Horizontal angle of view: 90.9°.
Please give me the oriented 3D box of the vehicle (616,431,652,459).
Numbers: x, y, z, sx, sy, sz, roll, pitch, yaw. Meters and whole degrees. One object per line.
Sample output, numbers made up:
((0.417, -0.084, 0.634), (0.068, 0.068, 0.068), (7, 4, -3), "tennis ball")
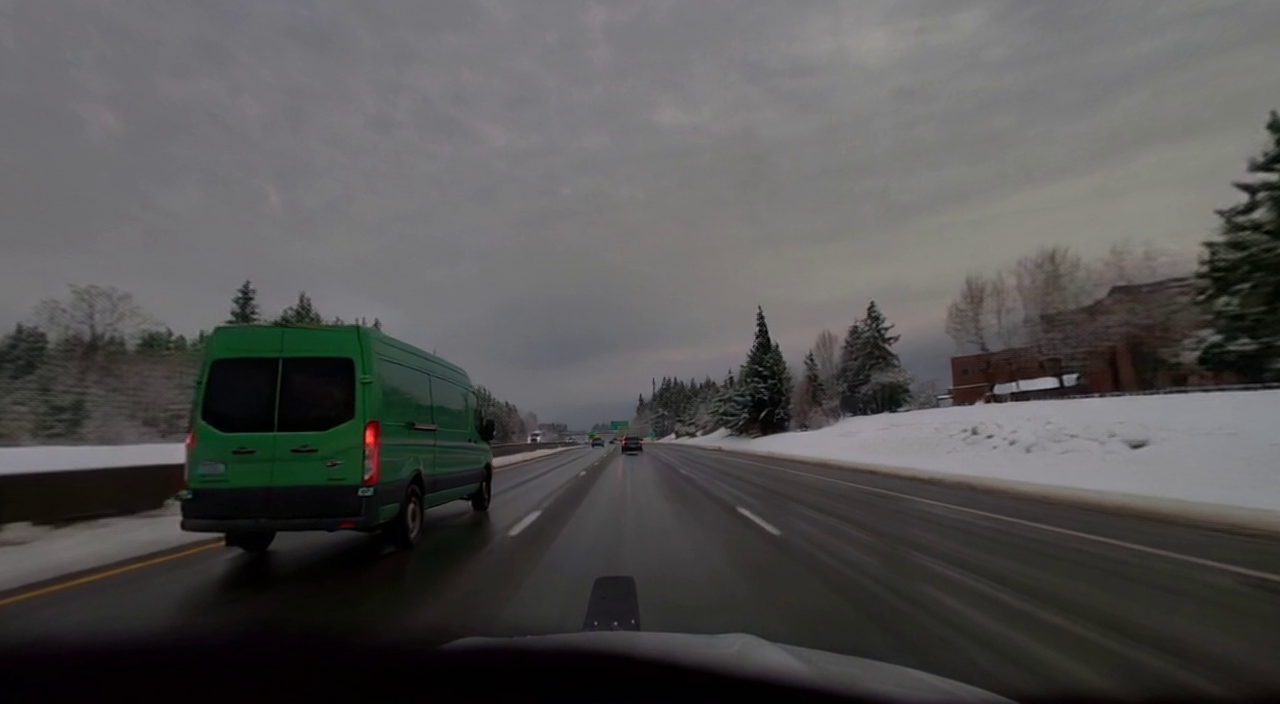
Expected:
((-0.370, 5.718, 38.996), (2.104, 1.646, 4.176), (0, -8, -1), "vehicle")

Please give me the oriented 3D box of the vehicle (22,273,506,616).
((-3.414, 1.047, 7.705), (2.424, 2.577, 5.828), (0, -8, -2), "vehicle")
